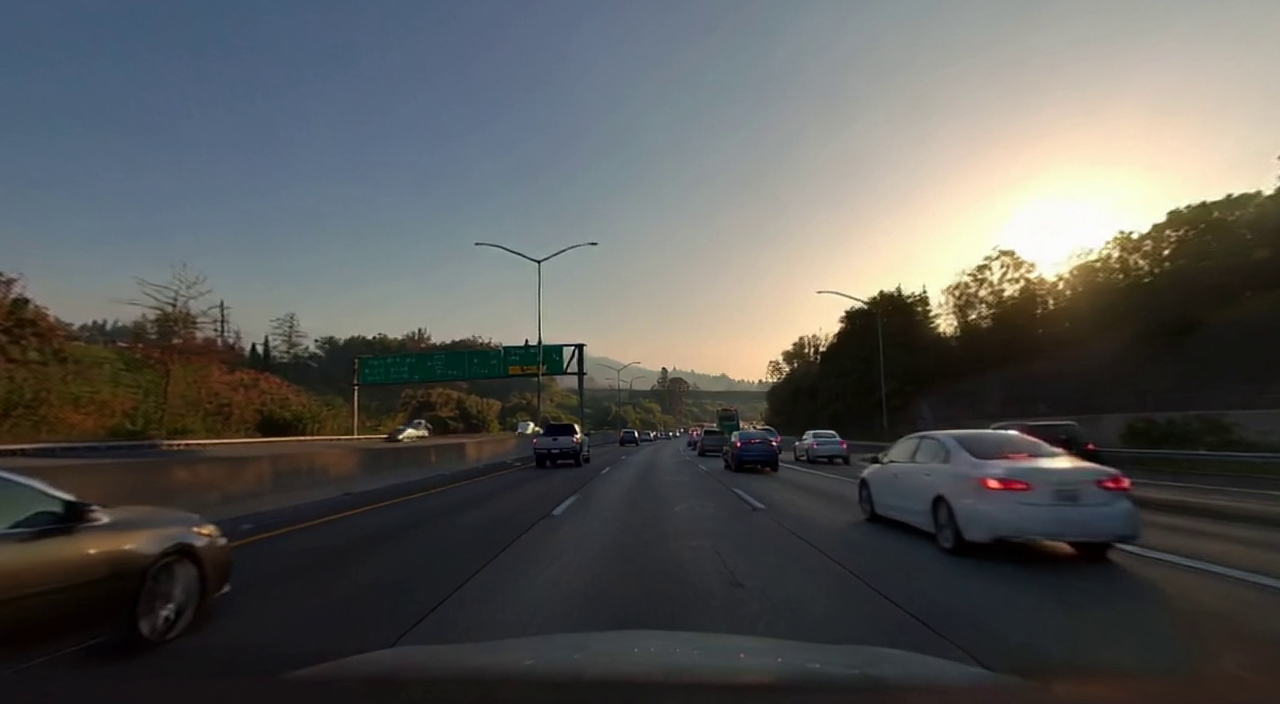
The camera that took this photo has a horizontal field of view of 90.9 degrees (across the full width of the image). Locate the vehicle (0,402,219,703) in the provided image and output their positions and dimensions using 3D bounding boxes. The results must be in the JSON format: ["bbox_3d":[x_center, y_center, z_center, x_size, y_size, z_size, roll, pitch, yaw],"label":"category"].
[{"bbox_3d":[-3.649,0.831,1.726,1.914,1.476,4.416,-1,-8,1],"label":"vehicle"}]

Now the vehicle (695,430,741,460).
[{"bbox_3d":[4.166,5.060,34.367,1.933,1.492,4.125,-1,-8,0],"label":"vehicle"}]

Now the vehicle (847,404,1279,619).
[{"bbox_3d":[4.035,1.447,6.767,2.088,1.491,4.549,-1,-8,0],"label":"vehicle"}]

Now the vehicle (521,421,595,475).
[{"bbox_3d":[-2.873,3.471,22.991,2.006,1.741,4.277,-1,-8,2],"label":"vehicle"}]

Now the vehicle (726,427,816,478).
[{"bbox_3d":[4.231,3.342,21.193,1.999,1.482,4.743,-1,-8,0],"label":"vehicle"}]
